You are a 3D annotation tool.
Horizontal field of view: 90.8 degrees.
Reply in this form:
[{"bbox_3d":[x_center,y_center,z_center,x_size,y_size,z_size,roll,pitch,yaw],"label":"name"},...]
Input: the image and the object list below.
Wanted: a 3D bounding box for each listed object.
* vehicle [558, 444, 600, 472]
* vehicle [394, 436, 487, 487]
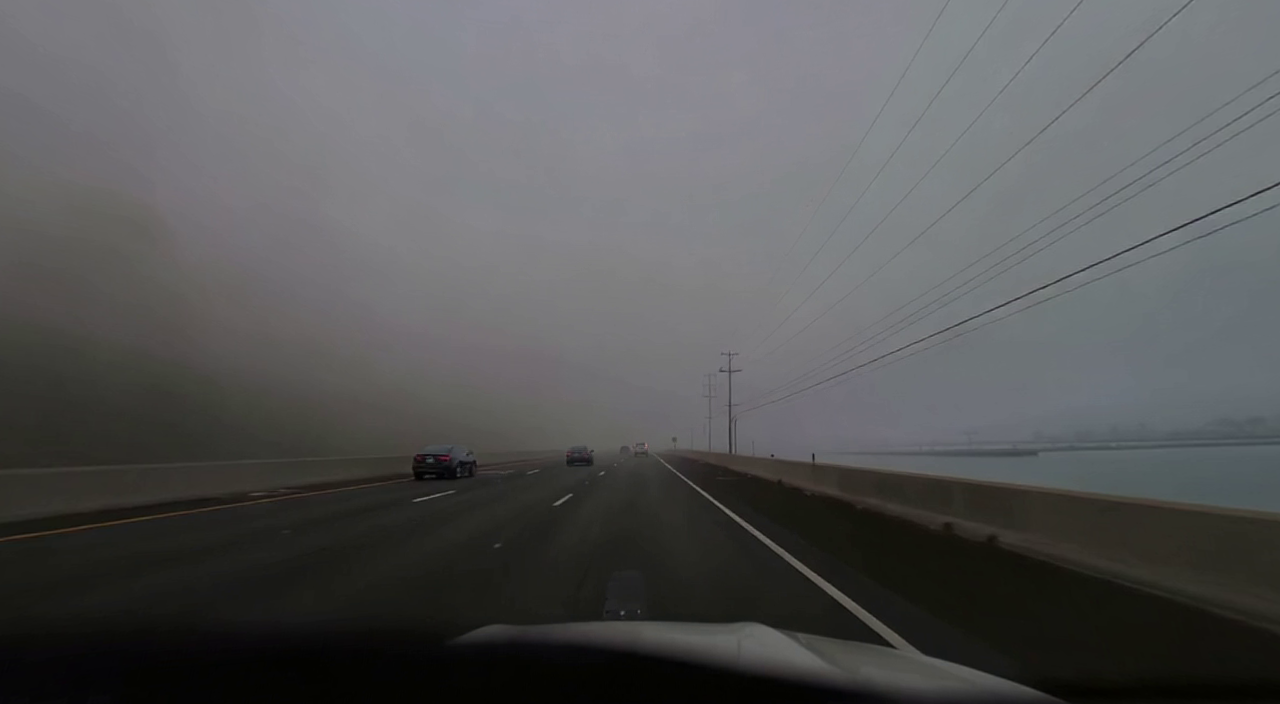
[{"bbox_3d":[-3.491,6.113,36.664,1.957,1.494,4.207,0,-8,1],"label":"vehicle"},{"bbox_3d":[-7.402,4.090,23.918,2.050,1.717,4.418,0,-8,0],"label":"vehicle"}]
